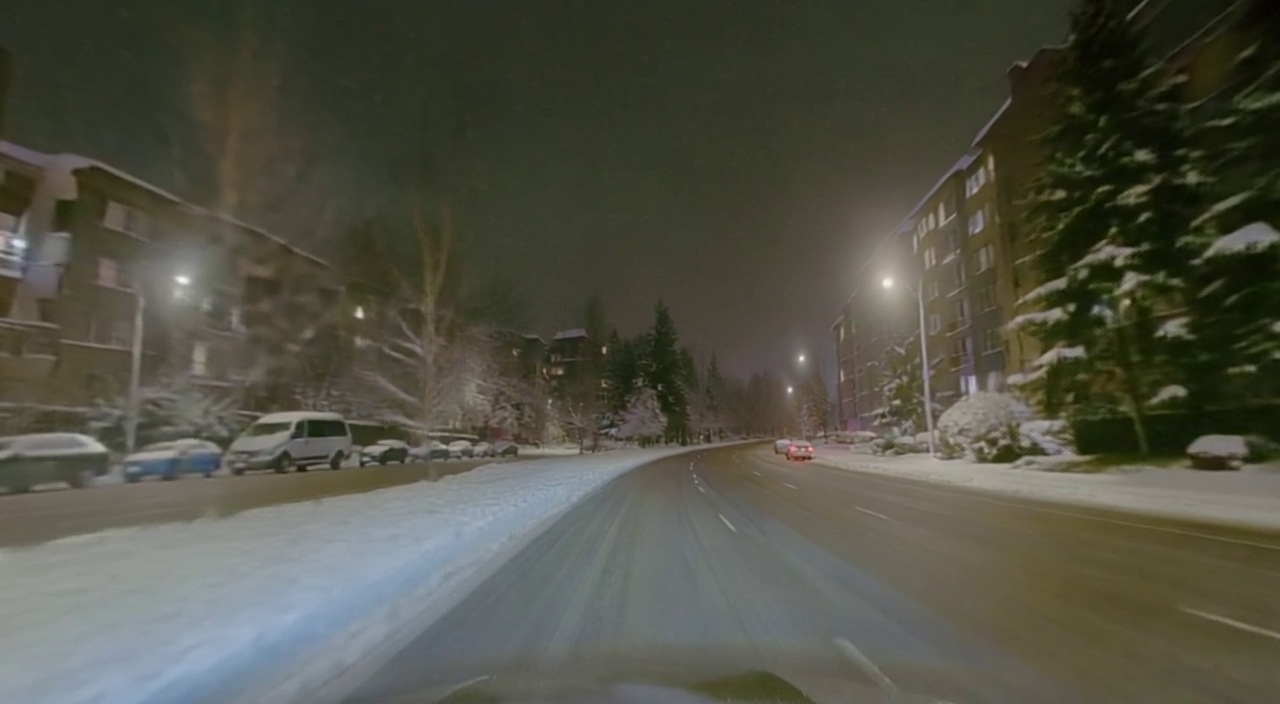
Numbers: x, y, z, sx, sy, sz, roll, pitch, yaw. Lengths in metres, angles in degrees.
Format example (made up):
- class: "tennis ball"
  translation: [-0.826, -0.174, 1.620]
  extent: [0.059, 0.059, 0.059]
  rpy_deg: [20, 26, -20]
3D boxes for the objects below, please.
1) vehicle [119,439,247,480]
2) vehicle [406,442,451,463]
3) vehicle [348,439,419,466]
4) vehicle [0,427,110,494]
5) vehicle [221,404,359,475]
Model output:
- class: "vehicle"
  translation: [-18.407, 4.375, 25.744]
  extent: [1.808, 1.531, 4.366]
  rpy_deg: [0, -9, 2]
- class: "vehicle"
  translation: [-16.561, 7.911, 49.737]
  extent: [1.854, 1.490, 4.331]
  rpy_deg: [-3, -9, 3]
- class: "vehicle"
  translation: [-17.179, 6.785, 42.727]
  extent: [2.076, 1.703, 5.595]
  rpy_deg: [-1, -9, 5]
- class: "vehicle"
  translation: [-18.775, 3.195, 18.690]
  extent: [2.001, 1.836, 4.746]
  rpy_deg: [-1, -9, 0]
- class: "vehicle"
  translation: [-17.853, 4.576, 32.886]
  extent: [2.766, 3.279, 6.821]
  rpy_deg: [-1, -9, 5]
